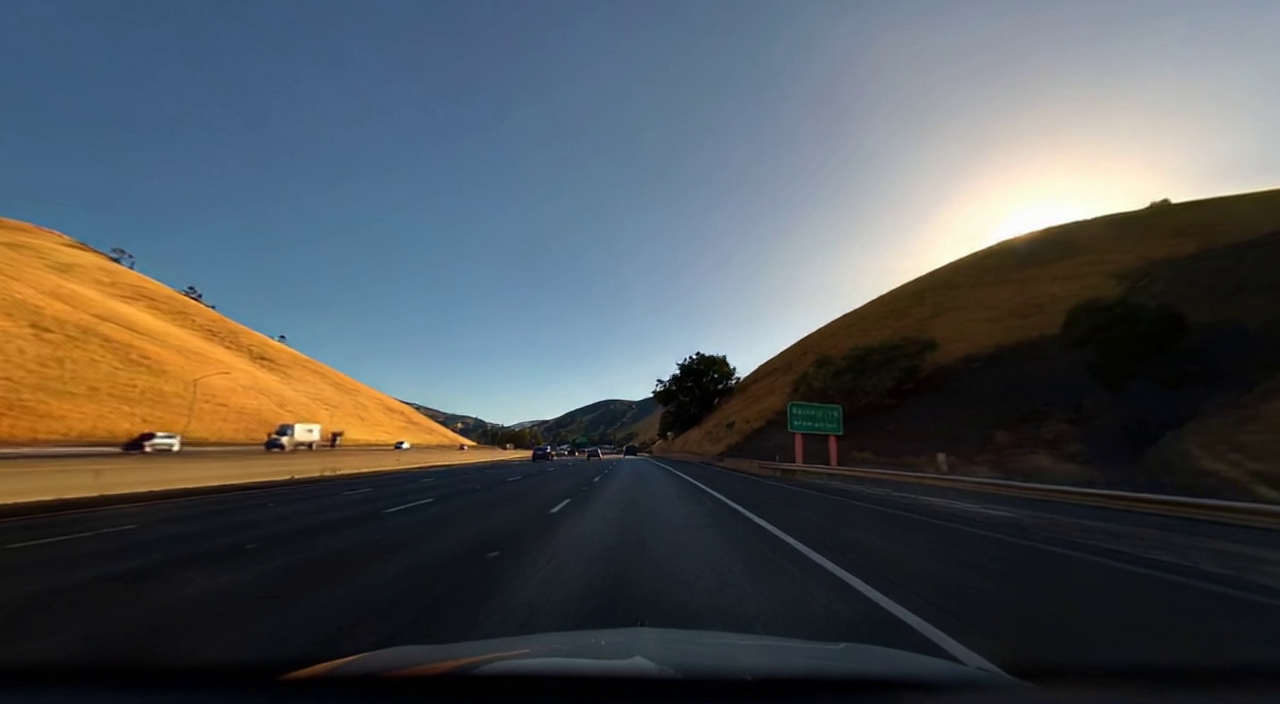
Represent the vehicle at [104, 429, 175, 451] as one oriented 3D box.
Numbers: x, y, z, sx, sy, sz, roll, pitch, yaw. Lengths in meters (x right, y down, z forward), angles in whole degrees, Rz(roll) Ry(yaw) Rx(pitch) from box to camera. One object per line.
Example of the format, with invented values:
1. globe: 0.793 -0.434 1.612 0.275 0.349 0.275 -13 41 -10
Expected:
1. vehicle: -34.283 6.067 43.275 1.771 1.468 3.865 0 -9 -2
